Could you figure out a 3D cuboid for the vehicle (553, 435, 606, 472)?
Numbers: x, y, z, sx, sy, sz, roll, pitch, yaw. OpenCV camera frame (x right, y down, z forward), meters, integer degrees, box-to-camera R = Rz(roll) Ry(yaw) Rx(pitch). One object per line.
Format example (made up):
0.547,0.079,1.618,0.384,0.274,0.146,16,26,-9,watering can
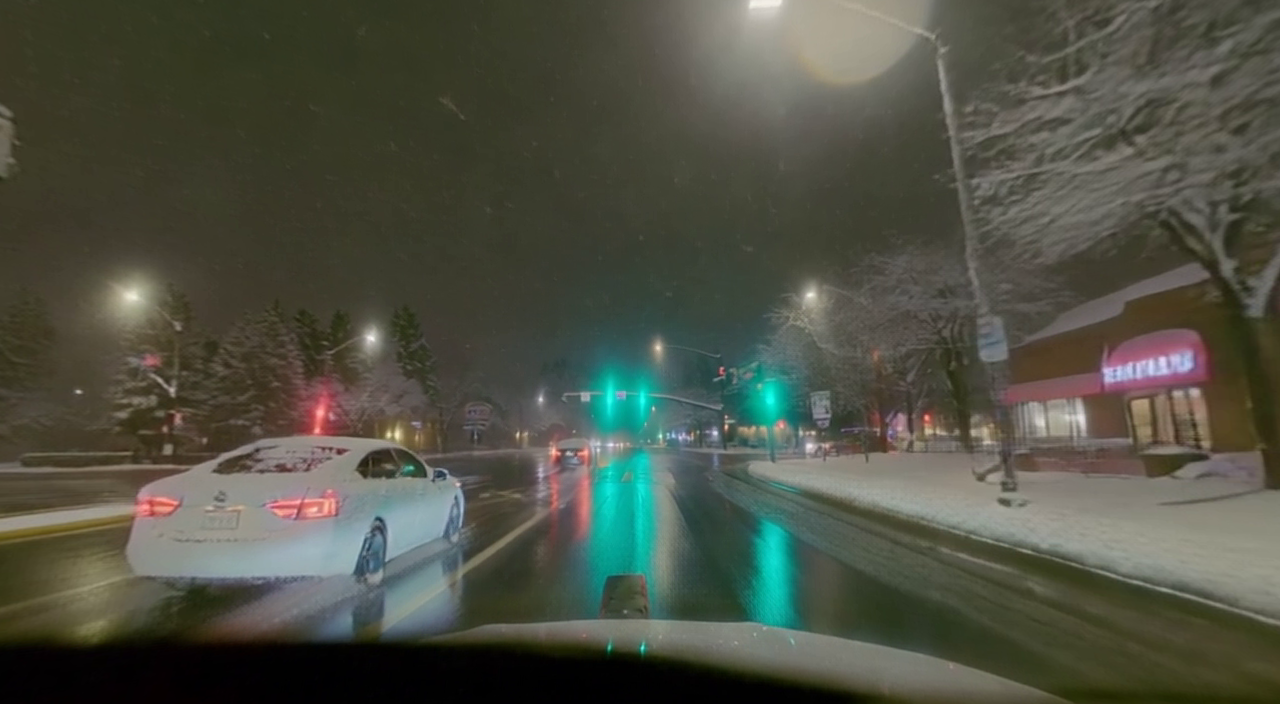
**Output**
-2.904,5.029,31.307,2.109,1.692,4.220,0,-8,2,vehicle

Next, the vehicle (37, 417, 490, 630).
-3.175,1.528,6.676,2.018,1.477,4.401,0,-8,1,vehicle
